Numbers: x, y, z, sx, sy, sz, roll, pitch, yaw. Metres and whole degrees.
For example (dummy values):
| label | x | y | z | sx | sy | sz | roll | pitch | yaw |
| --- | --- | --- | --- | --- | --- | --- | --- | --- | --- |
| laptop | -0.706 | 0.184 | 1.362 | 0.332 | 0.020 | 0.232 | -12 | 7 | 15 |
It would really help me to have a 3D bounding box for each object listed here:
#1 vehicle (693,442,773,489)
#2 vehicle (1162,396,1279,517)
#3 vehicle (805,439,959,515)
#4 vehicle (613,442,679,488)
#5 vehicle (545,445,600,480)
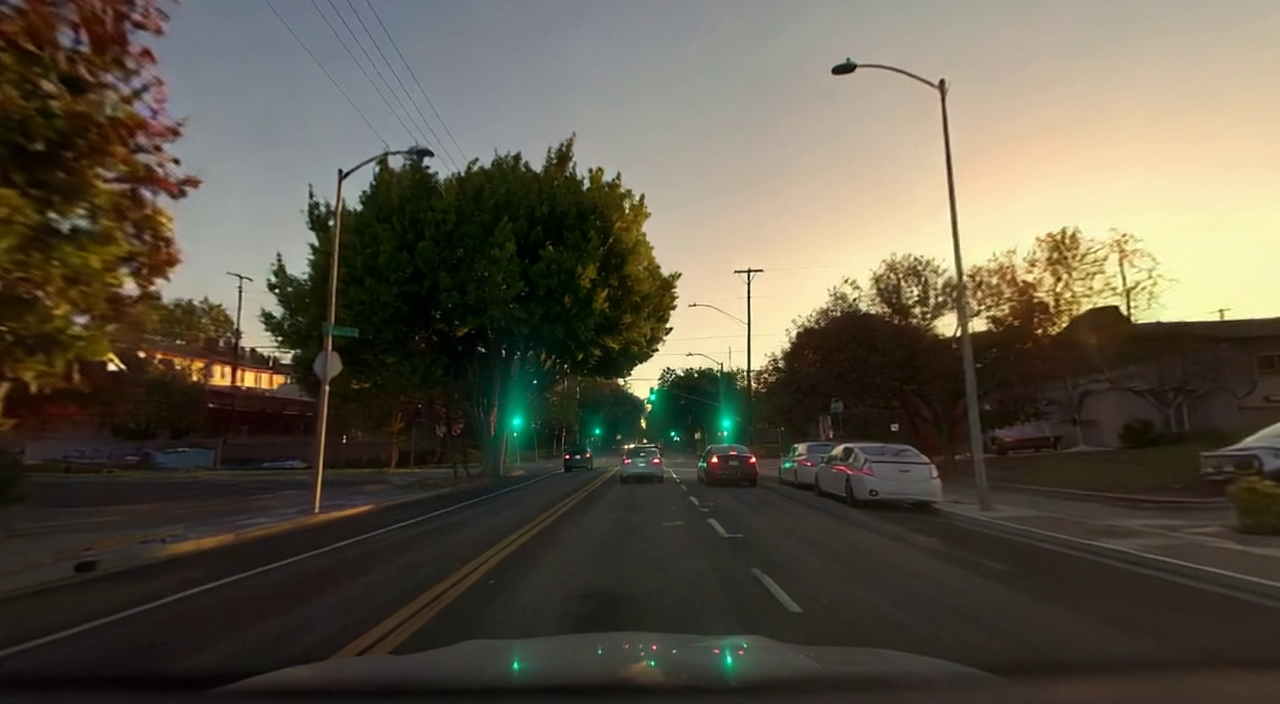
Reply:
| label | x | y | z | sx | sy | sz | roll | pitch | yaw |
| --- | --- | --- | --- | --- | --- | --- | --- | --- | --- |
| vehicle | 3.168 | 3.983 | 22.525 | 2.158 | 1.483 | 4.415 | 0 | -8 | 0 |
| vehicle | 13.712 | 1.674 | 11.637 | 5.929 | 1.970 | 2.381 | -5 | -8 | -1 |
| vehicle | 5.817 | 3.028 | 15.913 | 2.011 | 1.620 | 4.694 | 0 | -8 | 0 |
| vehicle | 0.197 | 3.945 | 22.390 | 2.101 | 1.467 | 4.210 | 0 | -8 | 0 |
| vehicle | -3.115 | 5.204 | 30.078 | 2.012 | 1.505 | 4.205 | -1 | -8 | 2 |
